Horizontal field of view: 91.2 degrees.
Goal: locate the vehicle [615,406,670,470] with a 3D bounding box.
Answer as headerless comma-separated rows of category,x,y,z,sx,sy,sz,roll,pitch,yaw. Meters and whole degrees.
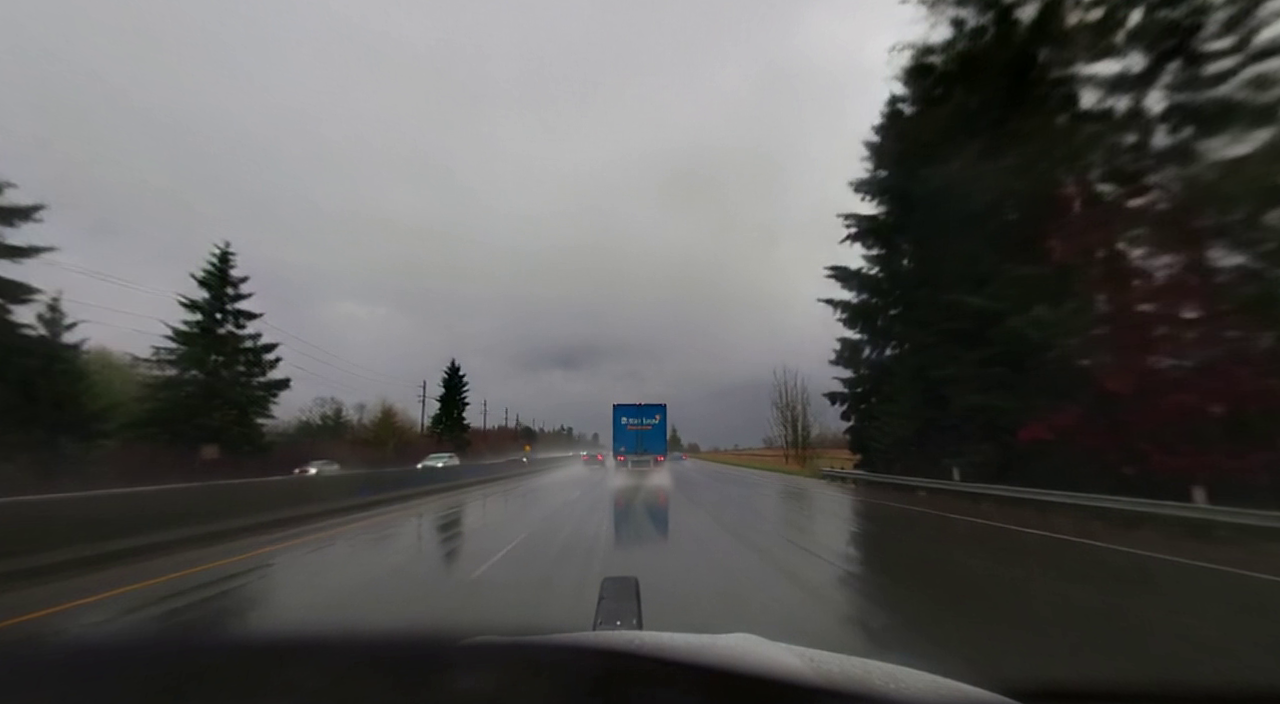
vehicle,0.143,6.840,48.949,3.537,4.071,17.399,0,-9,0
